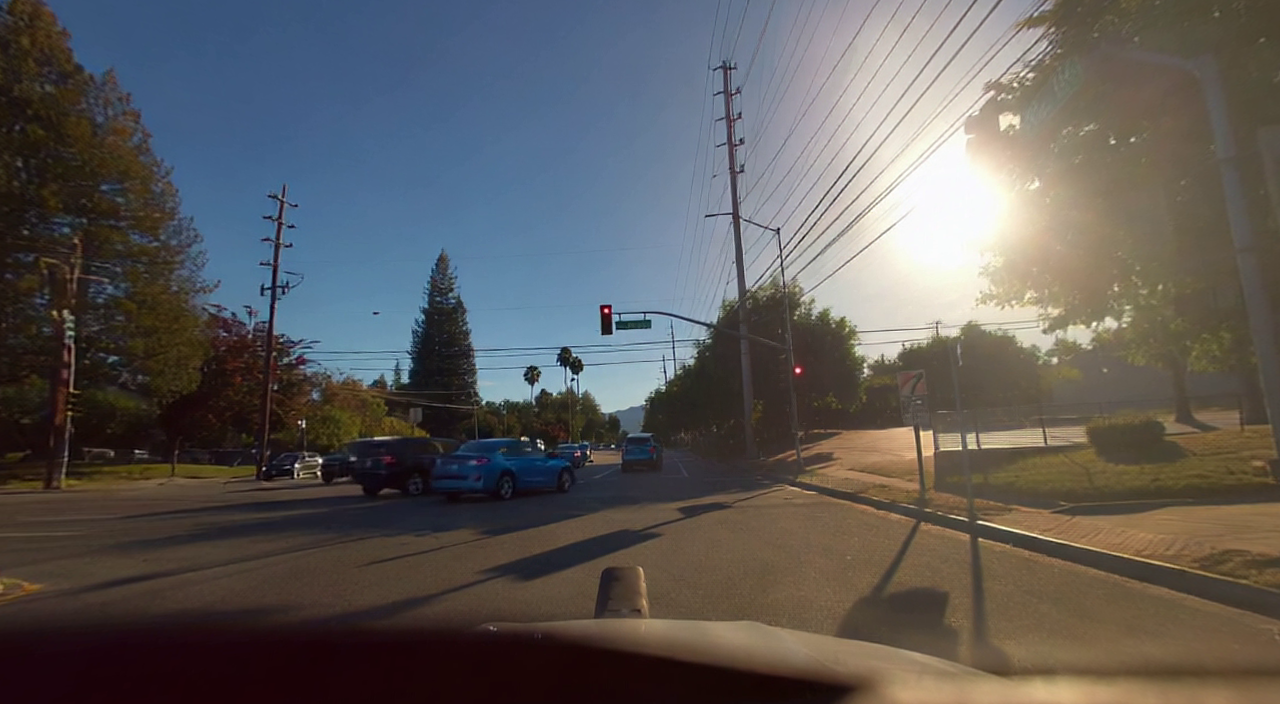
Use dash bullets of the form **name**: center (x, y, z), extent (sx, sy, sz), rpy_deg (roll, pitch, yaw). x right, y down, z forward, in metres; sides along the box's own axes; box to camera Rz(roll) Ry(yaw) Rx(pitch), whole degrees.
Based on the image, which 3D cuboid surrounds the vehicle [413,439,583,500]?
- **vehicle**: center (-3.832, 3.232, 17.817), extent (2.019, 1.455, 4.529), rpy_deg (-6, -10, 33)

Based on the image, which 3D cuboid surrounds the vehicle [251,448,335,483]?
- **vehicle**: center (-17.099, 5.616, 31.180), extent (1.942, 1.477, 3.957), rpy_deg (-4, -9, 0)

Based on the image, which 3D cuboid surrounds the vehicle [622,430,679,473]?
- **vehicle**: center (0.675, 5.142, 32.692), extent (2.137, 1.986, 5.930), rpy_deg (-2, -9, 9)

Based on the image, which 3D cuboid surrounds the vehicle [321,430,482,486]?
- **vehicle**: center (-8.279, 3.707, 22.281), extent (1.929, 1.750, 5.044), rpy_deg (-7, -11, 35)
